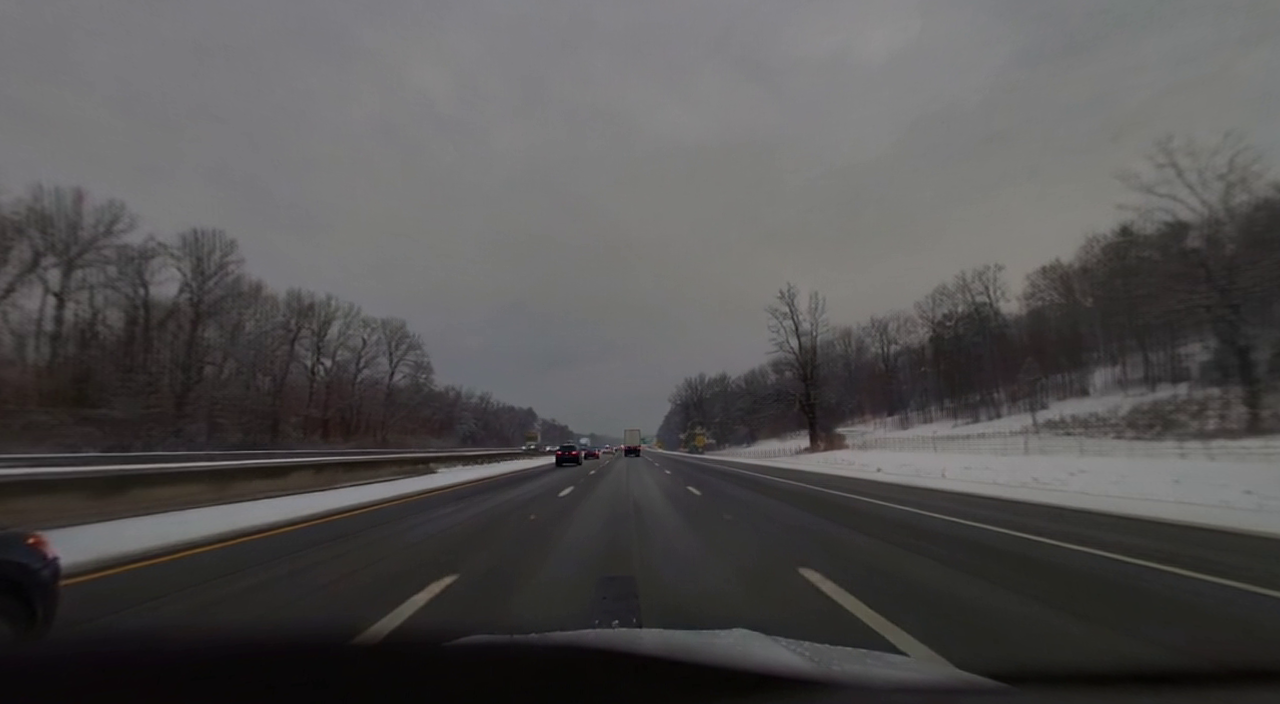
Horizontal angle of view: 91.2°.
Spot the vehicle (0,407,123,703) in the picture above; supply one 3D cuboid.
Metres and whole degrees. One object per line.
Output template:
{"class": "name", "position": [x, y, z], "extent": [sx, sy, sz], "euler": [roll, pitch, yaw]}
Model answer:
{"class": "vehicle", "position": [-4.341, 0.851, 1.891], "extent": [2.071, 1.525, 4.058], "euler": [0, -9, 0]}

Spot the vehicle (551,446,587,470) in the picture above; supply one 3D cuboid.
{"class": "vehicle", "position": [-4.655, 6.990, 41.480], "extent": [1.963, 1.475, 3.665], "euler": [0, -9, -1]}
